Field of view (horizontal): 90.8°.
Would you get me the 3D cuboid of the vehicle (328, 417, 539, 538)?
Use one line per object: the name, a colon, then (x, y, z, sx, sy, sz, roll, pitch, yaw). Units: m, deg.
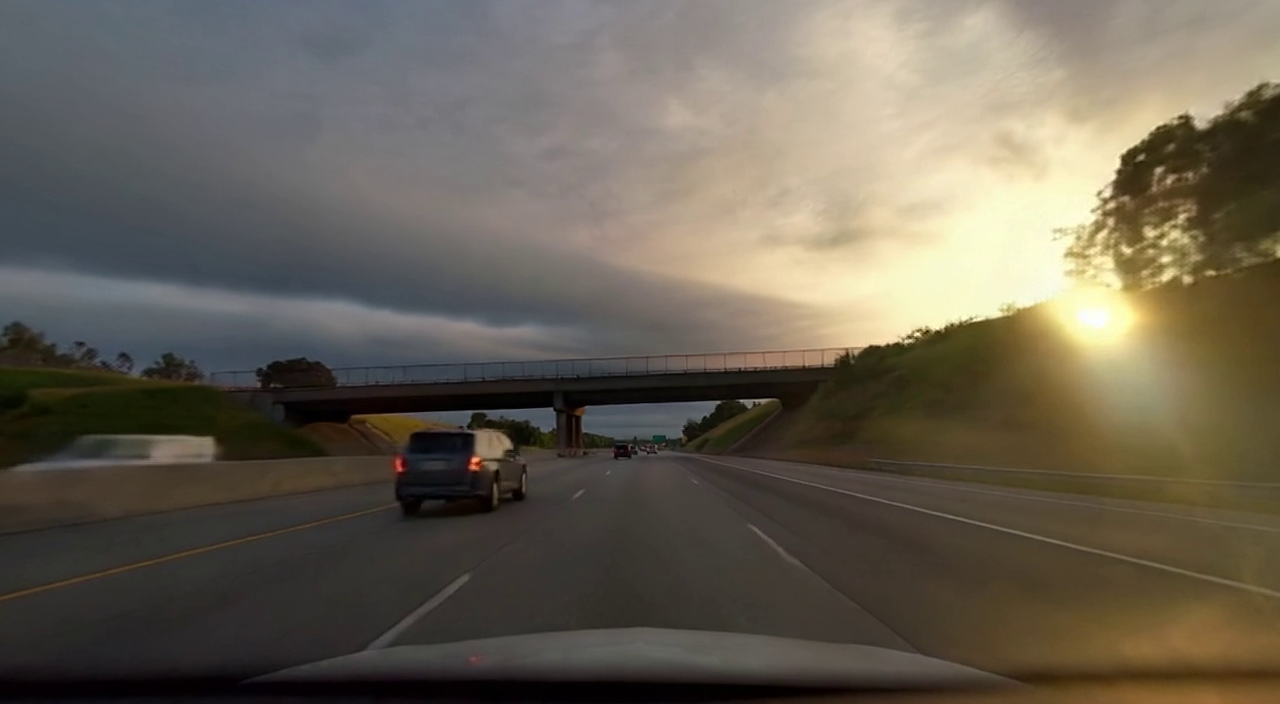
vehicle: (-3.356, 2.166, 11.436, 2.181, 1.730, 4.517, 0, -9, 1)

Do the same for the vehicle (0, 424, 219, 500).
vehicle: (-14.900, 3.089, 18.027, 2.078, 1.841, 5.188, 0, -9, 1)
